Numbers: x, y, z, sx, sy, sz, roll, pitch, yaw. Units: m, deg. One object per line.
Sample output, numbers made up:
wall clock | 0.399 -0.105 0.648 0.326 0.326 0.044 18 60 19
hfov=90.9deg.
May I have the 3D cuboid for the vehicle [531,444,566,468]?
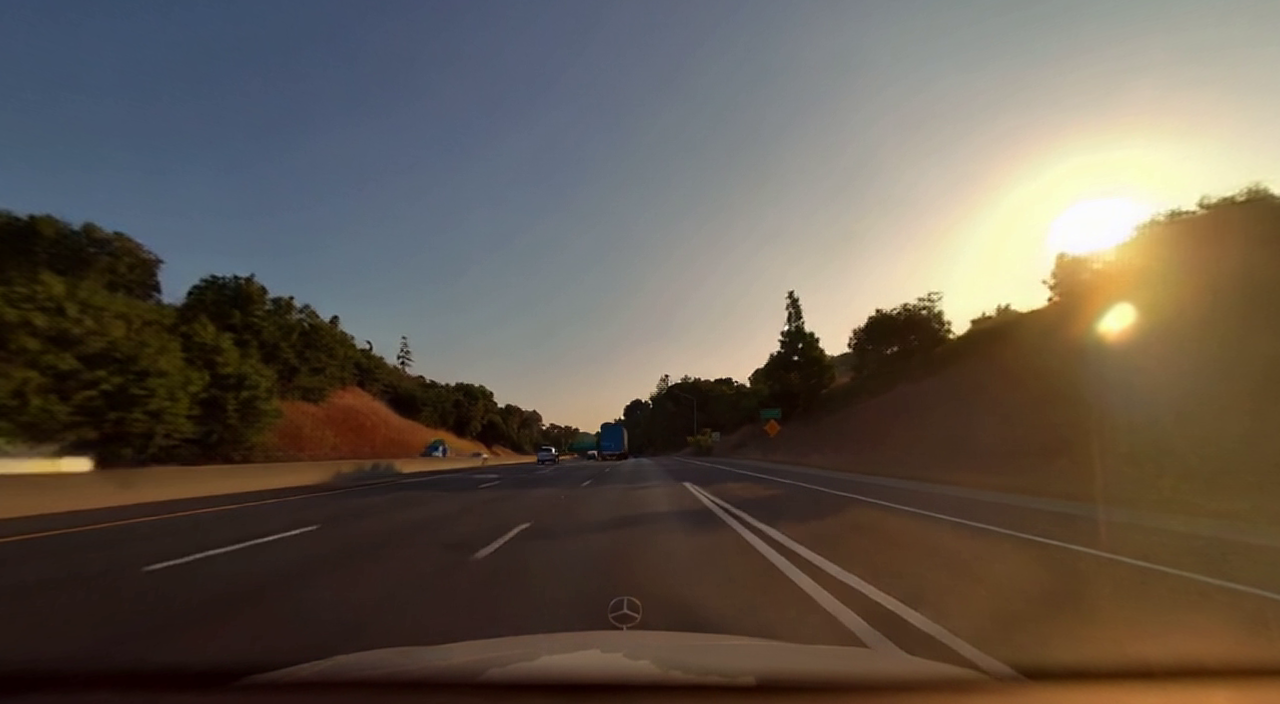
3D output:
vehicle | -7.166 8.153 49.727 2.043 1.828 4.436 0 -8 1
